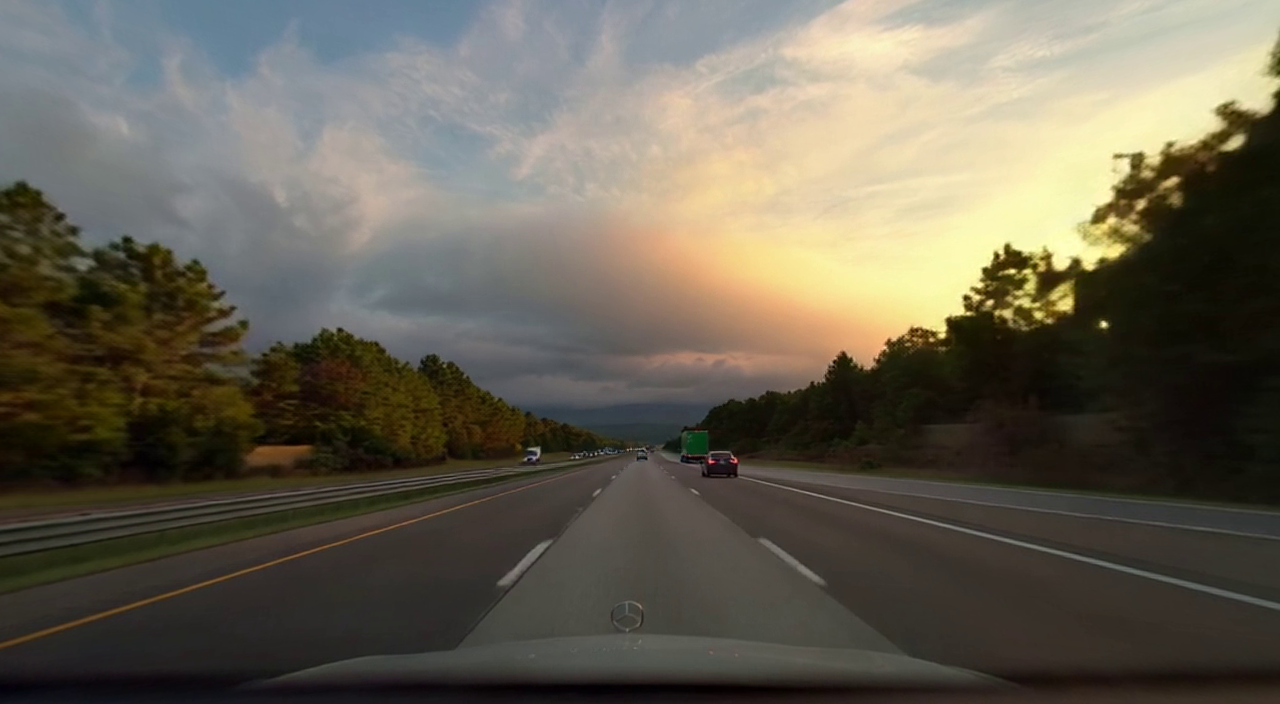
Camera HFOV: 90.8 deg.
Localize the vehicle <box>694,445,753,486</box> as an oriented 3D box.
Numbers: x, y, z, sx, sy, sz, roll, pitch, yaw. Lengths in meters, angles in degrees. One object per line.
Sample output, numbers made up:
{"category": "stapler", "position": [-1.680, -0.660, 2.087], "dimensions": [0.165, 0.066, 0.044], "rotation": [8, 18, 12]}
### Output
{"category": "vehicle", "position": [3.577, 4.927, 27.673], "dimensions": [2.019, 1.601, 3.953], "rotation": [0, -9, -1]}
